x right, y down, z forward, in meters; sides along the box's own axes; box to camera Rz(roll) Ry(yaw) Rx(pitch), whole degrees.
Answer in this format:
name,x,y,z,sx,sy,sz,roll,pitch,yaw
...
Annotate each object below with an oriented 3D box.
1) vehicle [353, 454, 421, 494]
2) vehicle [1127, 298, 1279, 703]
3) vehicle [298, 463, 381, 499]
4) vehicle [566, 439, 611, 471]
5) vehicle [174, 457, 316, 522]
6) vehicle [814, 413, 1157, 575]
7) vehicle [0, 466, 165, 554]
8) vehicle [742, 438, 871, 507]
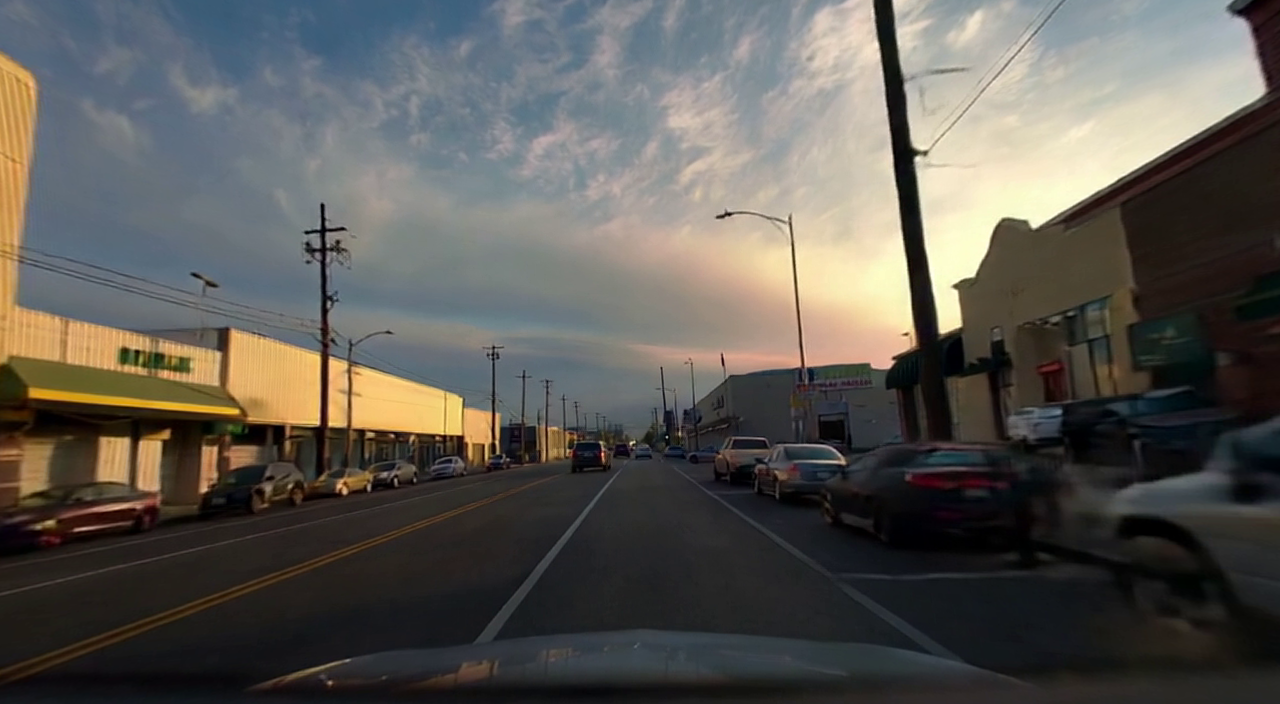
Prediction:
name,x,y,z,sx,sy,sz,roll,pitch,yaw
vehicle,-15.022,7.211,37.797,2.081,1.791,4.799,-6,-7,-1
vehicle,3.762,0.423,0.682,2.180,1.847,5.196,0,-9,-2
vehicle,-15.170,6.522,32.191,2.049,1.496,4.338,-1,-8,1
vehicle,-3.211,6.504,40.080,2.348,1.831,4.737,0,-8,1
vehicle,-15.310,5.297,24.962,2.124,1.835,5.450,-6,-7,0
vehicle,3.936,1.682,8.190,2.149,1.563,3.880,0,-9,-1
vehicle,-15.164,4.080,16.547,2.020,1.695,4.629,-6,-7,-2
vehicle,3.915,2.915,15.754,1.862,1.451,4.544,0,-9,-1
